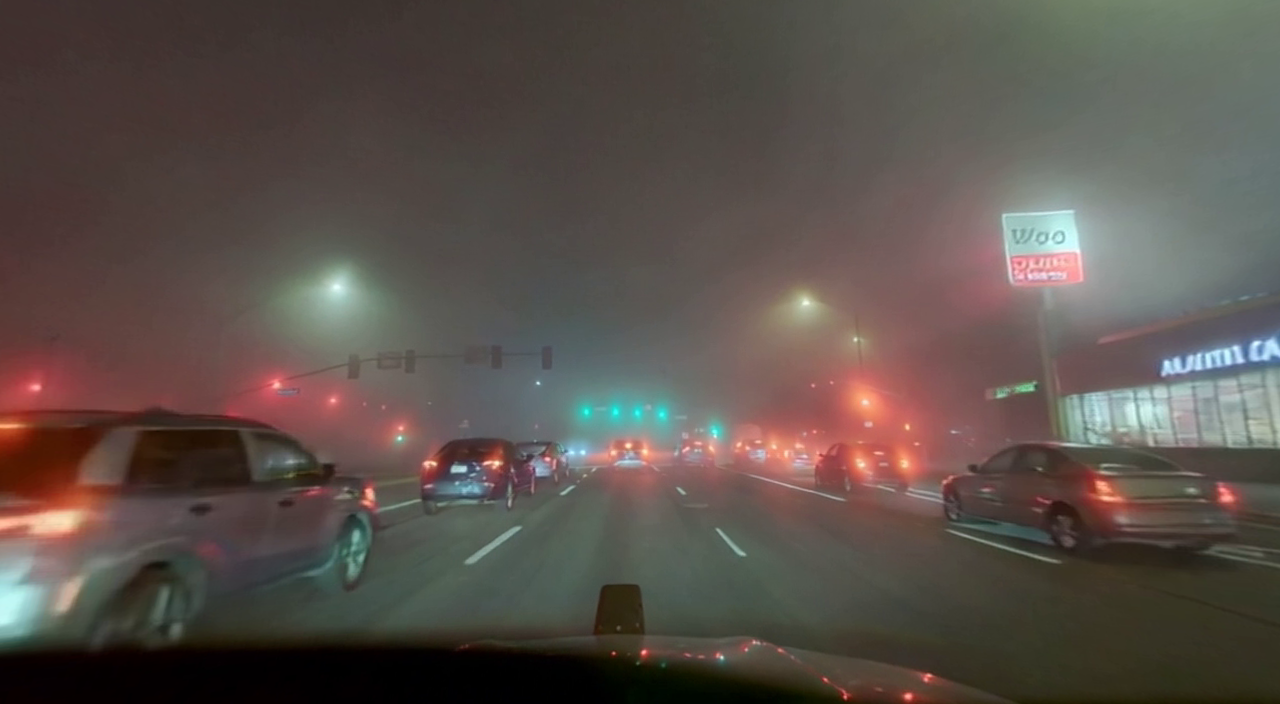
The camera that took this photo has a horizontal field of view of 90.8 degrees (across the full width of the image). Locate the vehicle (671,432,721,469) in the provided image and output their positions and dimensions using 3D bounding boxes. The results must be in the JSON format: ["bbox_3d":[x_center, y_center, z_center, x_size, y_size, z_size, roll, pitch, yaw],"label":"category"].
[{"bbox_3d":[2.785,5.059,32.533,2.018,1.779,4.338,0,-8,-2],"label":"vehicle"}]

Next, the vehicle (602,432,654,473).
[{"bbox_3d":[-0.547,4.691,29.569,2.261,1.741,4.255,0,-8,-1],"label":"vehicle"}]

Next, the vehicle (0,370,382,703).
[{"bbox_3d":[-3.609,1.154,4.367,1.934,1.624,3.964,0,-8,0],"label":"vehicle"}]

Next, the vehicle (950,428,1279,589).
[{"bbox_3d":[6.103,1.761,8.073,2.017,1.453,4.497,0,-8,1],"label":"vehicle"}]

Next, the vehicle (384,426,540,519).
[{"bbox_3d":[-3.507,2.454,13.428,2.063,1.625,4.290,0,-8,0],"label":"vehicle"}]

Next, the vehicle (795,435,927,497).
[{"bbox_3d":[6.033,3.164,17.968,1.969,1.502,4.663,0,-8,-1],"label":"vehicle"}]

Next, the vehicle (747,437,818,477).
[{"bbox_3d":[5.940,4.437,26.903,1.884,1.522,4.557,0,-8,-1],"label":"vehicle"}]
